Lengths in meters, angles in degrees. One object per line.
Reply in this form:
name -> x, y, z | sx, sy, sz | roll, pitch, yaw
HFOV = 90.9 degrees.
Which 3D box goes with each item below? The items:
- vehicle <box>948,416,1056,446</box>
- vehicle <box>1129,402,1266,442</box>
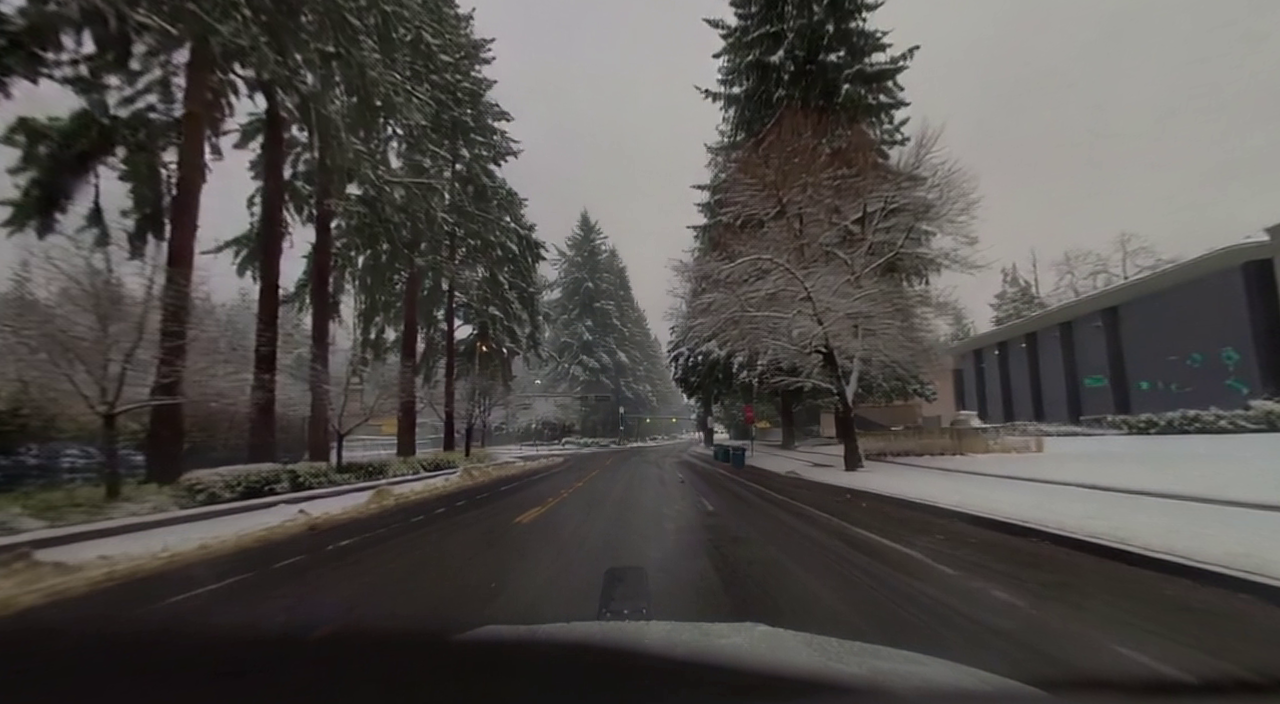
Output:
vehicle -> 22.728, 4.957, 39.706 | 5.623, 1.647, 1.832 | -2, -6, 0
vehicle -> 29.224, 3.712, 33.396 | 2.116, 1.879, 5.844 | -2, -7, 3
